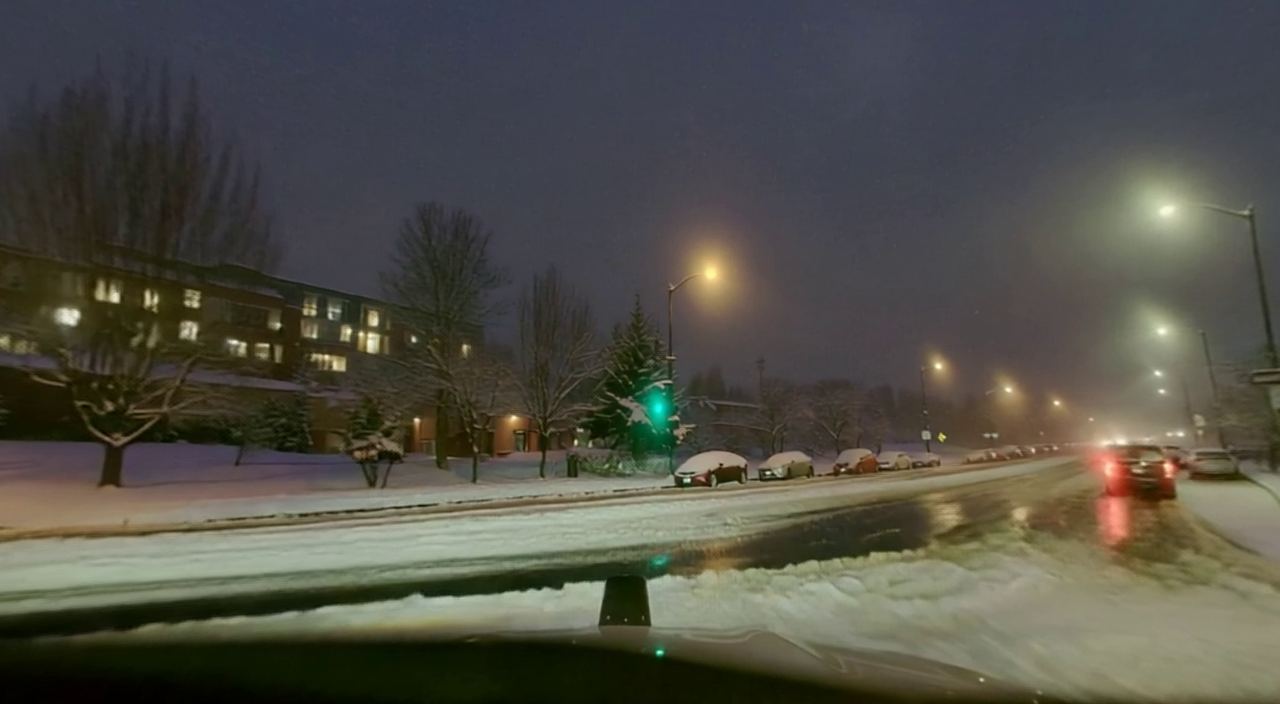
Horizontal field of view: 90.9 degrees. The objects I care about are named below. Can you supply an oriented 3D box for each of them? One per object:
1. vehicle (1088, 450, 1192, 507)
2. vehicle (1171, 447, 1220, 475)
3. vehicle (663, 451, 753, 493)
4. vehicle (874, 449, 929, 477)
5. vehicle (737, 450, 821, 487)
[{"bbox_3d":[15.266,3.808,19.500,2.148,1.488,4.508,-6,-10,35],"label":"vehicle"},{"bbox_3d":[37.996,7.425,43.219,2.189,1.753,4.376,-7,-11,38],"label":"vehicle"},{"bbox_3d":[3.050,5.183,27.653,1.922,1.628,4.291,-7,-11,38],"label":"vehicle"},{"bbox_3d":[15.456,6.500,37.135,1.852,1.465,4.092,-7,-11,38],"label":"vehicle"},{"bbox_3d":[7.140,5.839,31.983,2.179,1.658,4.765,-7,-11,39],"label":"vehicle"}]
